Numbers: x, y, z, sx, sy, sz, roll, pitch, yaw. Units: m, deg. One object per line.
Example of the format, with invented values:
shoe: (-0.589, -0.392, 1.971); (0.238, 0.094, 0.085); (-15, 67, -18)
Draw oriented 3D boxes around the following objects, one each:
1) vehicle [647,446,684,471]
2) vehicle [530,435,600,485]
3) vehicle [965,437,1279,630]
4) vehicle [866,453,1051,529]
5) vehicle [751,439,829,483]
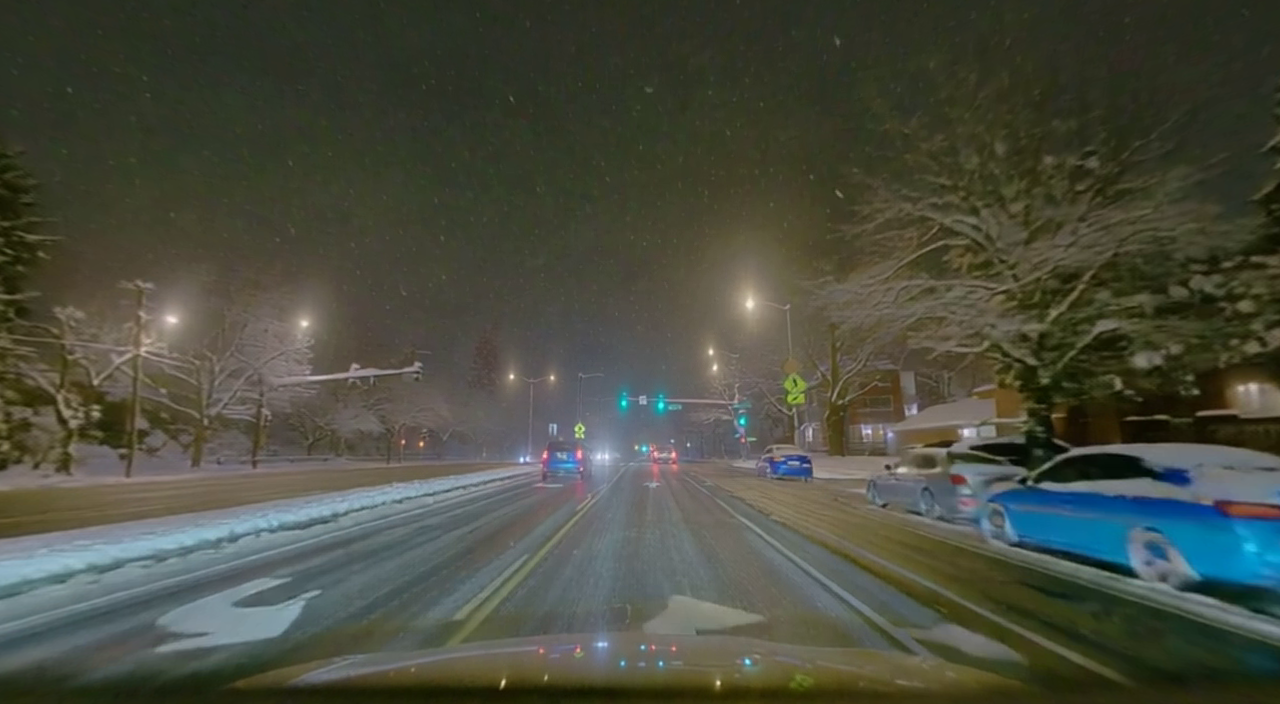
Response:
vehicle: (1.512, 6.524, 38.800); (2.075, 1.480, 3.920); (0, -9, 0)
vehicle: (-2.853, 4.272, 25.183); (2.150, 1.812, 4.423); (0, -9, 1)
vehicle: (5.983, 1.769, 7.270); (1.871, 1.485, 5.074); (0, -9, 1)
vehicle: (6.209, 2.728, 12.874); (1.784, 1.253, 3.905); (0, -9, 1)
vehicle: (6.379, 4.695, 27.438); (2.038, 1.687, 4.985); (0, -9, -2)
